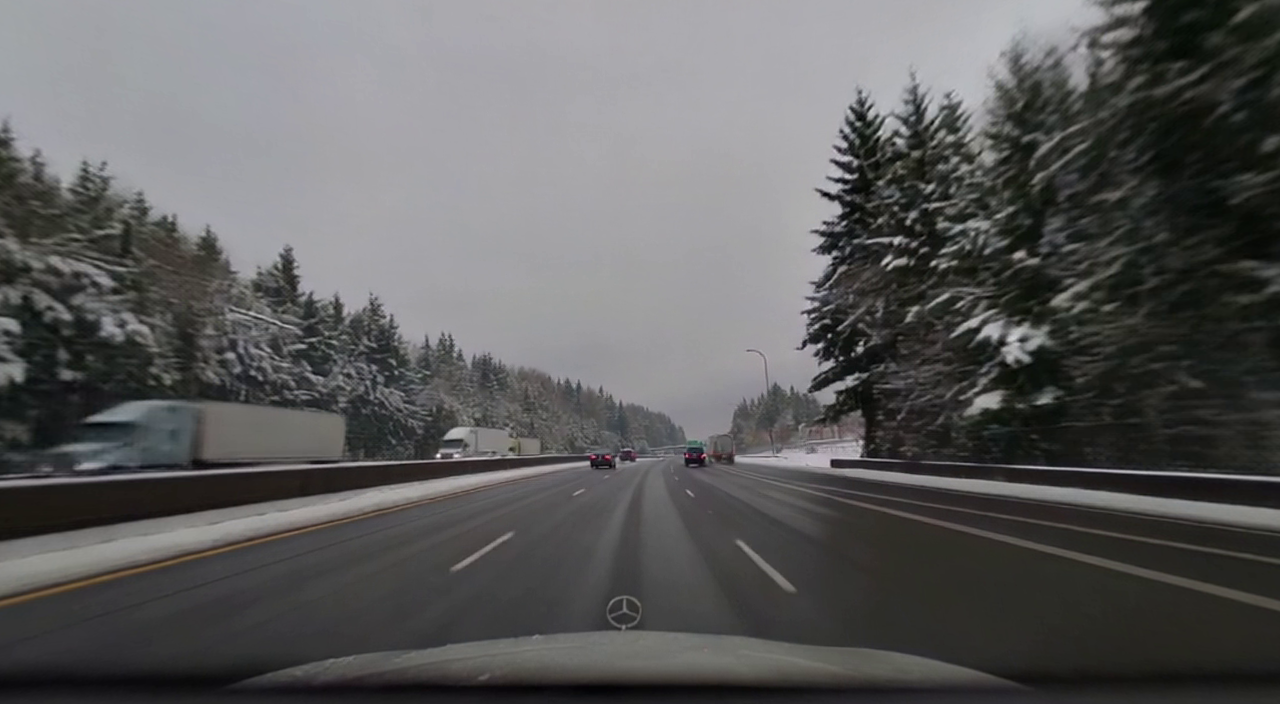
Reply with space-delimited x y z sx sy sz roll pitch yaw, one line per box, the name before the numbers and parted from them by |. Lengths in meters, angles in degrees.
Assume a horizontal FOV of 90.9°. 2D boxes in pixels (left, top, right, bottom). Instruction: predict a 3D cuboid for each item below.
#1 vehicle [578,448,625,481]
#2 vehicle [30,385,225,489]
vehicle | -1.855 5.663 31.958 2.035 1.513 4.272 -1 -9 1
vehicle | -21.866 3.767 27.505 2.968 3.964 6.130 -1 -9 2
